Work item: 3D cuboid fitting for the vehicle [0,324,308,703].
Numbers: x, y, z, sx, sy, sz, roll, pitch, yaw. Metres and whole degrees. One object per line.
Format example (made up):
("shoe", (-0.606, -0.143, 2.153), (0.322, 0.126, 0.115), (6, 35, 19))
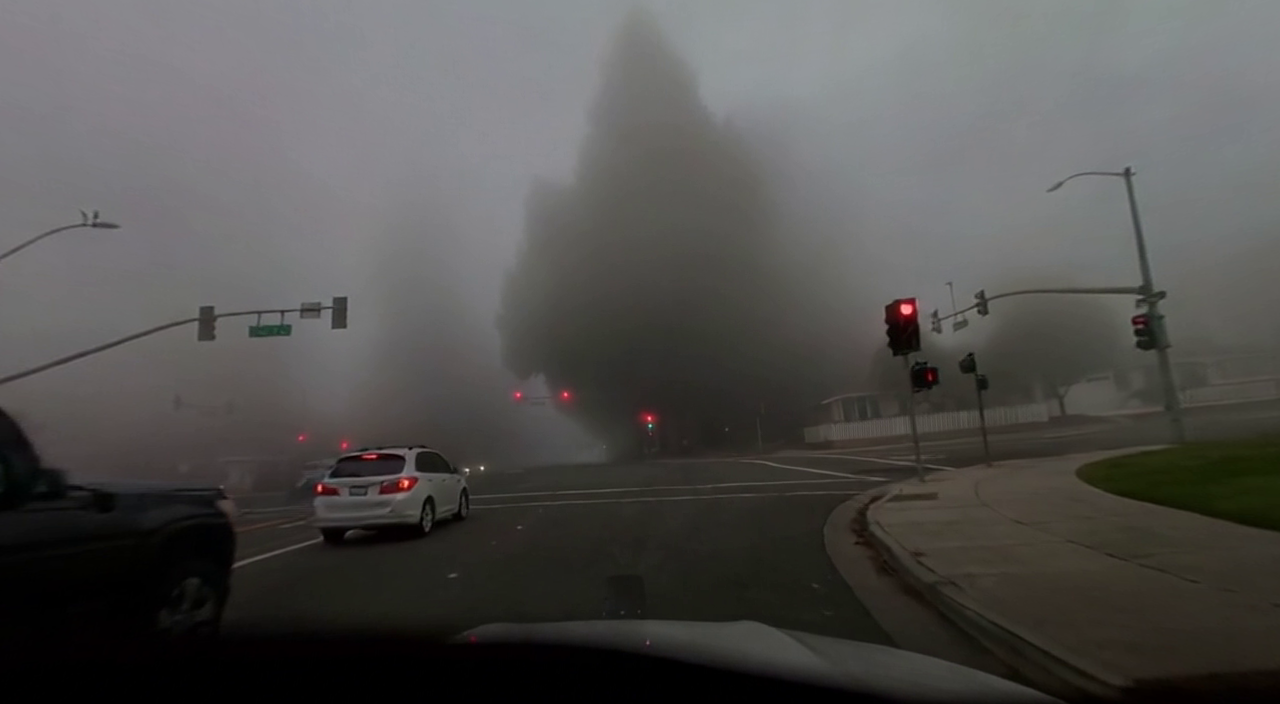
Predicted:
("vehicle", (-3.512, 0.810, 2.377), (2.041, 1.834, 4.679), (0, -9, -1))

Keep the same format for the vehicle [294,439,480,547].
("vehicle", (-4.170, 2.344, 11.143), (1.777, 1.537, 3.831), (0, -9, -2))
